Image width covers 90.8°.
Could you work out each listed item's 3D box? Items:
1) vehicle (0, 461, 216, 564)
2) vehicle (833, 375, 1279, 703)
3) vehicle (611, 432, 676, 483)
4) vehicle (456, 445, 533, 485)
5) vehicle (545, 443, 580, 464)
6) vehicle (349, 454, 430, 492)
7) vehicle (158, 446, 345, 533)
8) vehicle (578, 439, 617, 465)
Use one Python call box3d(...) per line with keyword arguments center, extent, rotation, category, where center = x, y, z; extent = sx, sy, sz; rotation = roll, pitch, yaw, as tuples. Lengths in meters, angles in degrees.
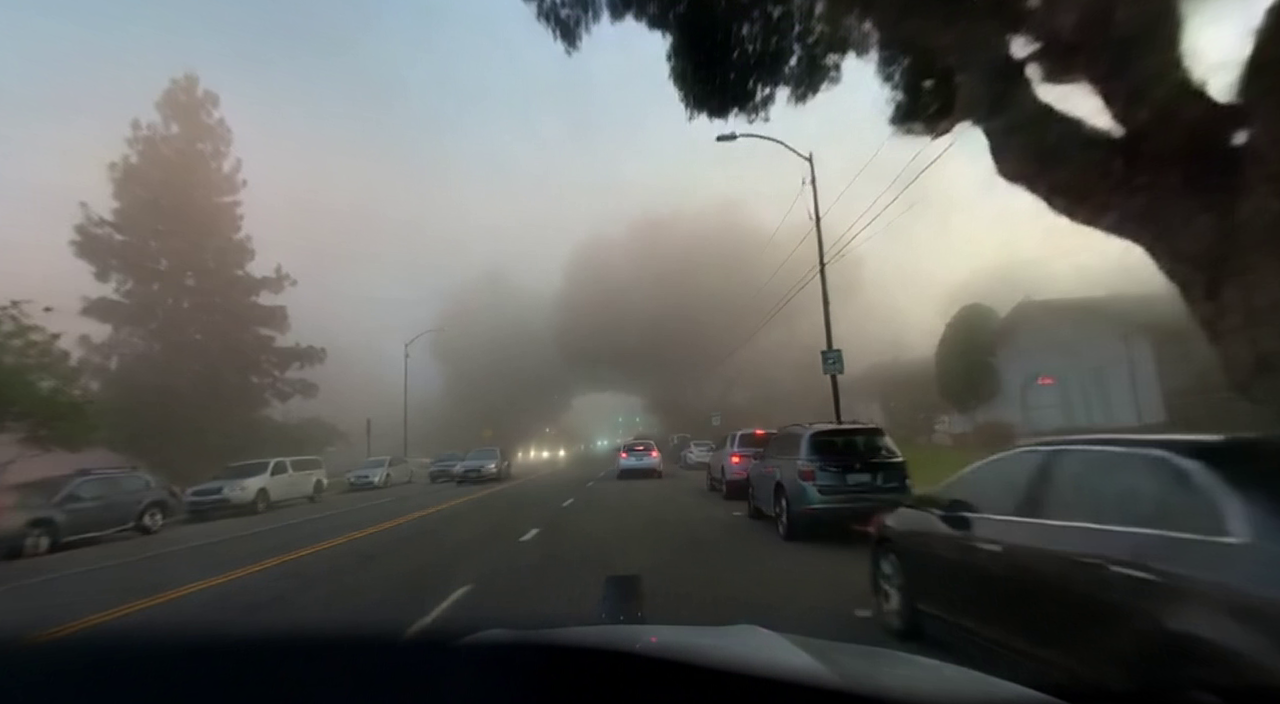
box3d(center=(-11.976, 3.340, 13.530), extent=(2.076, 1.600, 5.382), rotation=(-8, -8, 0), category="vehicle")
box3d(center=(2.658, 1.008, 2.936), extent=(2.030, 1.505, 4.626), rotation=(0, -8, 0), category="vehicle")
box3d(center=(0.111, 3.634, 21.971), extent=(2.041, 1.575, 4.304), rotation=(0, -8, 0), category="vehicle")
box3d(center=(-5.834, 4.569, 26.041), extent=(1.987, 1.478, 4.693), rotation=(0, -8, 1), category="vehicle")
box3d(center=(-5.785, 7.631, 47.657), extent=(1.981, 1.498, 4.701), rotation=(0, -8, 2), category="vehicle")
box3d(center=(-12.039, 5.797, 30.675), extent=(2.070, 1.610, 4.356), rotation=(0, -8, 1), category="vehicle")
box3d(center=(-11.885, 4.139, 19.992), extent=(2.264, 2.010, 5.742), rotation=(-4, -7, 1), category="vehicle")
box3d(center=(-2.618, 6.311, 40.065), extent=(2.117, 1.528, 4.277), rotation=(0, -8, 1), category="vehicle")
